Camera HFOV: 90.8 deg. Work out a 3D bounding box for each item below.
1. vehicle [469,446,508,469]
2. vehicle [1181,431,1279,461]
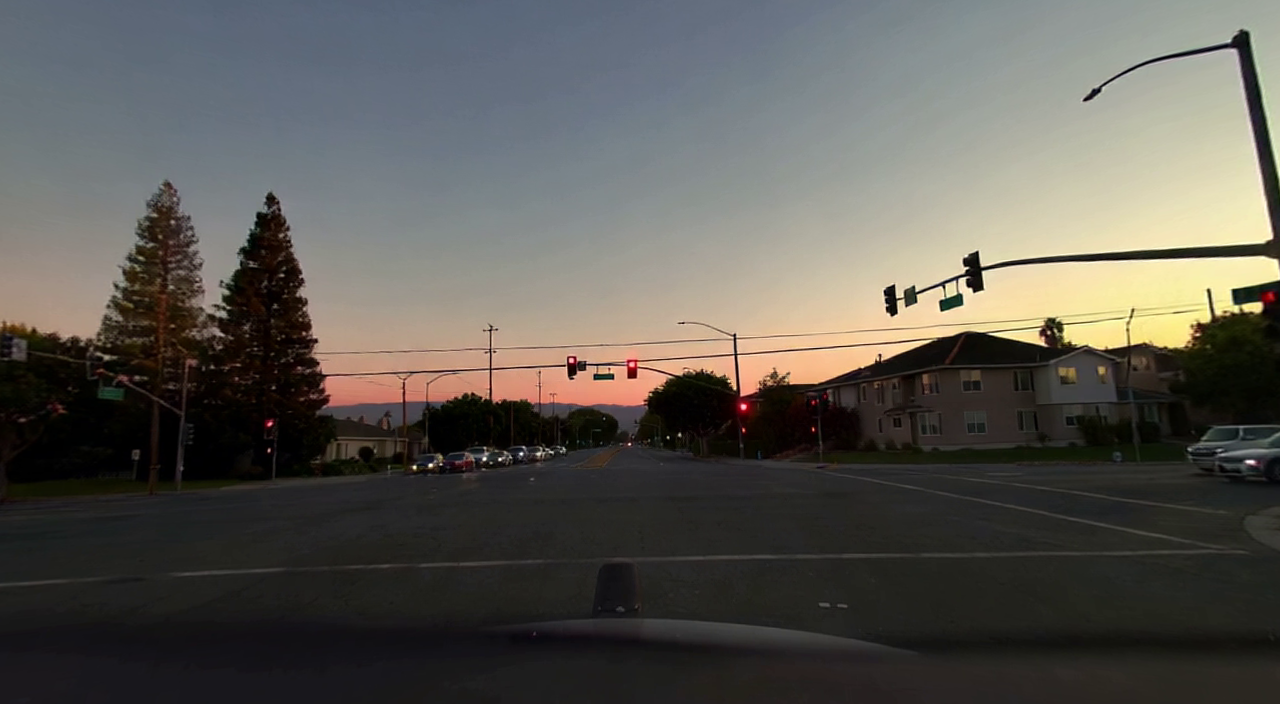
[{"bbox_3d":[-10.693,7.459,44.758,1.881,1.509,3.377,0,-9,1],"label":"vehicle"},{"bbox_3d":[31.321,4.887,33.016,4.318,1.488,1.870,0,-9,-1],"label":"vehicle"}]
